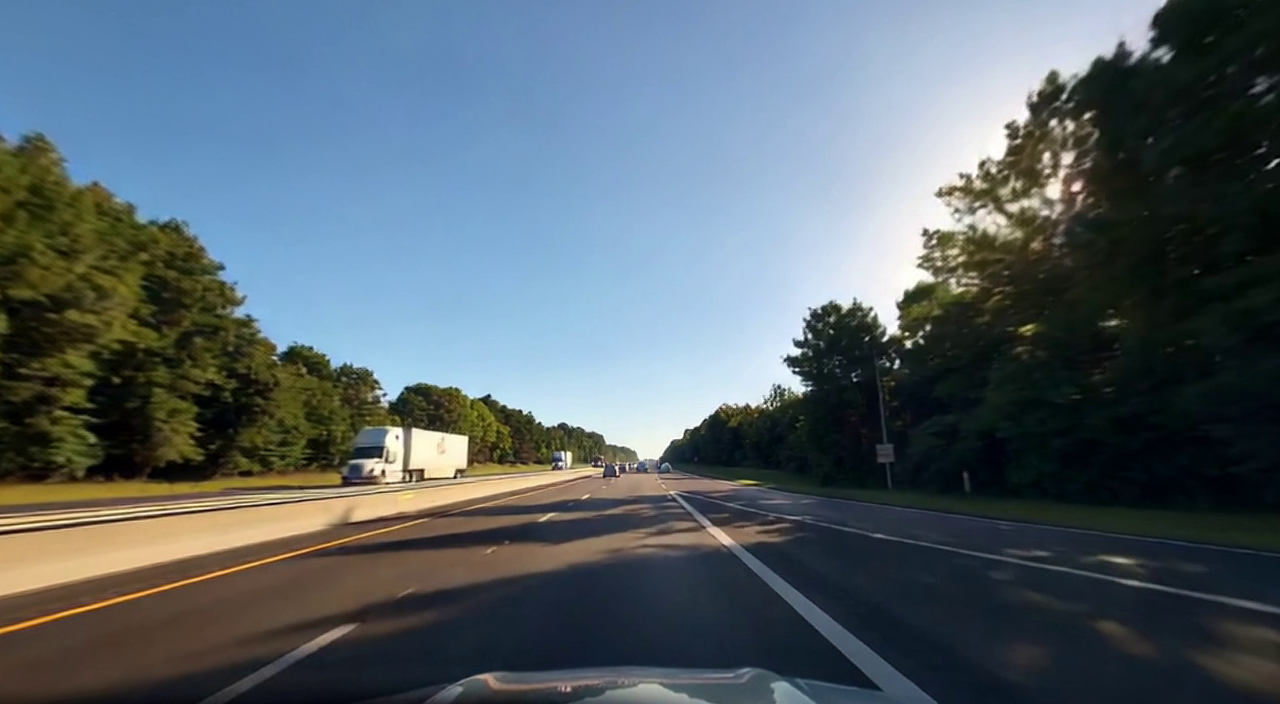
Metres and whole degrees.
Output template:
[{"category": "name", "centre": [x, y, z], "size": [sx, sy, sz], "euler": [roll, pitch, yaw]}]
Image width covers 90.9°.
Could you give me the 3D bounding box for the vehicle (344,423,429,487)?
[{"category": "vehicle", "centre": [-17.109, 7.087, 43.029], "size": [3.002, 4.023, 5.968], "euler": [0, -10, 1]}]
